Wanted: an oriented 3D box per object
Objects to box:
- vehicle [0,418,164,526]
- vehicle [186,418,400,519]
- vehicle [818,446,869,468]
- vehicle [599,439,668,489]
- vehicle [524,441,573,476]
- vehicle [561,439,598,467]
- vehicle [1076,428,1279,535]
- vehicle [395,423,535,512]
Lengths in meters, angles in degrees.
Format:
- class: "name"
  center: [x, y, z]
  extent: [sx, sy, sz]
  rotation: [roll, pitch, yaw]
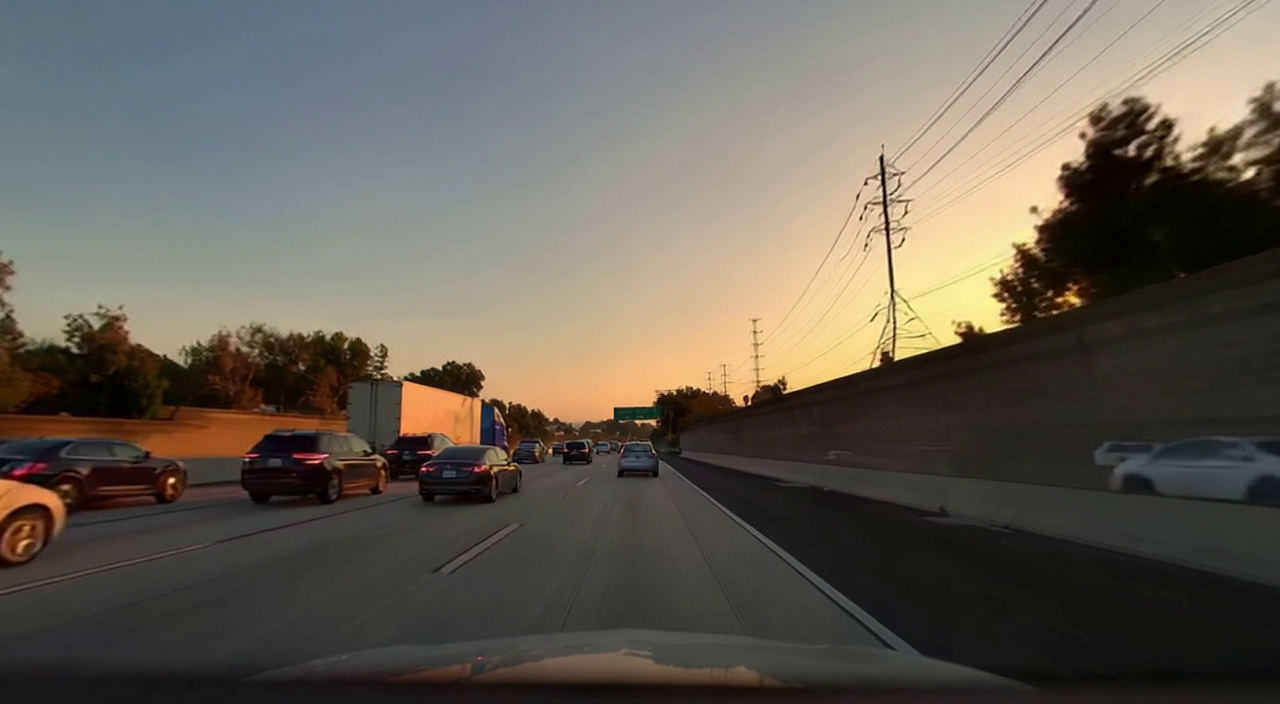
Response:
- class: "vehicle"
  center: [-11.090, 2.067, 11.093]
  extent: [1.964, 1.687, 4.485]
  rotation: [0, -9, -1]
- class: "vehicle"
  center: [-6.941, 2.377, 13.344]
  extent: [2.027, 1.762, 4.386]
  rotation: [0, -9, 0]
- class: "vehicle"
  center: [14.341, 7.397, 44.811]
  extent: [1.949, 1.472, 4.795]
  rotation: [0, -9, 0]
- class: "vehicle"
  center: [-0.218, 3.668, 20.996]
  extent: [2.089, 1.477, 3.818]
  rotation: [0, -8, -1]
- class: "vehicle"
  center: [-4.146, 4.869, 29.195]
  extent: [1.870, 1.485, 4.304]
  rotation: [0, -9, -3]
- class: "vehicle"
  center: [-3.855, 6.513, 40.915]
  extent: [1.976, 1.705, 4.176]
  rotation: [0, -9, 1]
- class: "vehicle"
  center: [10.023, 2.081, 10.574]
  extent: [1.974, 1.495, 4.734]
  rotation: [0, -9, -1]
- class: "vehicle"
  center: [-3.748, 2.556, 14.400]
  extent: [1.923, 1.716, 4.289]
  rotation: [0, -9, 0]
